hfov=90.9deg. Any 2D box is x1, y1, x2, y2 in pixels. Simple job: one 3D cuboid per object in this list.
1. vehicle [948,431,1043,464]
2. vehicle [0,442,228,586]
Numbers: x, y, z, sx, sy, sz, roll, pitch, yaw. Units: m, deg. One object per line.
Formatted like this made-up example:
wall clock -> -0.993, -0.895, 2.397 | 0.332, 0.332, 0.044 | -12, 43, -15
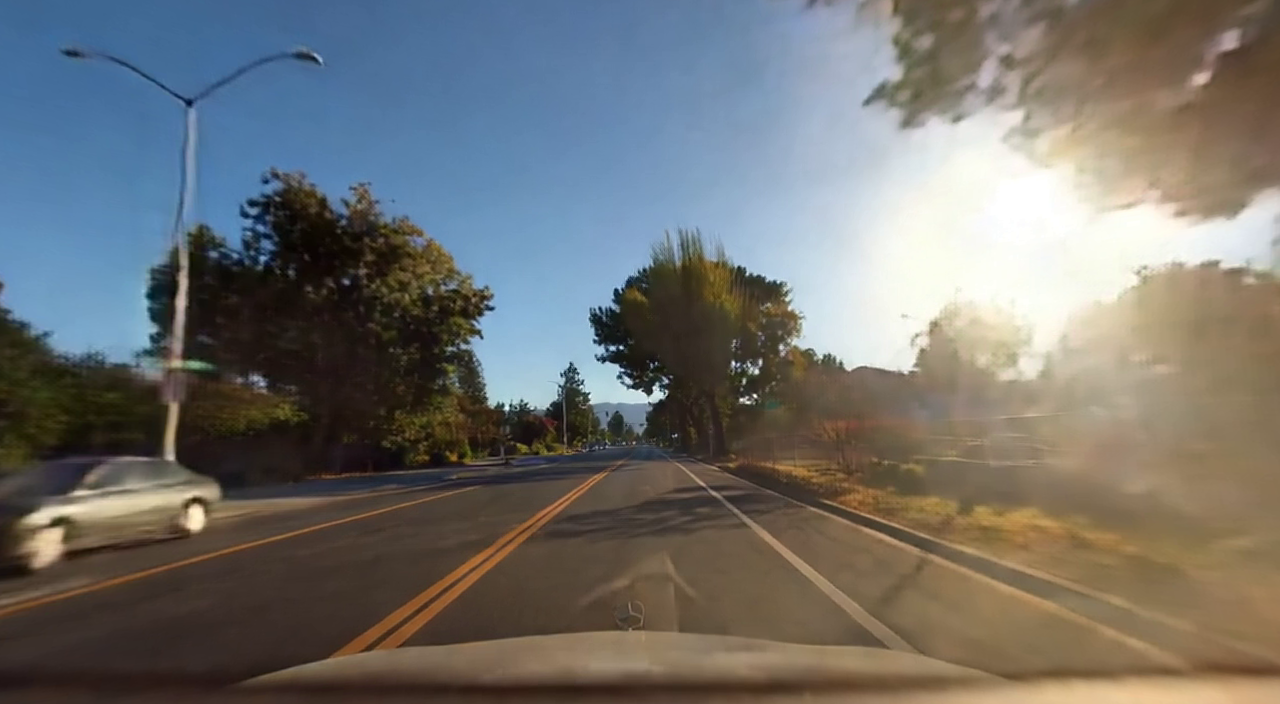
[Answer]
vehicle -> 20.336, 5.482, 36.221 | 4.151, 1.730, 2.131 | 0, -9, 4
vehicle -> -7.981, 2.065, 8.478 | 1.864, 1.442, 4.269 | -3, -6, 3
